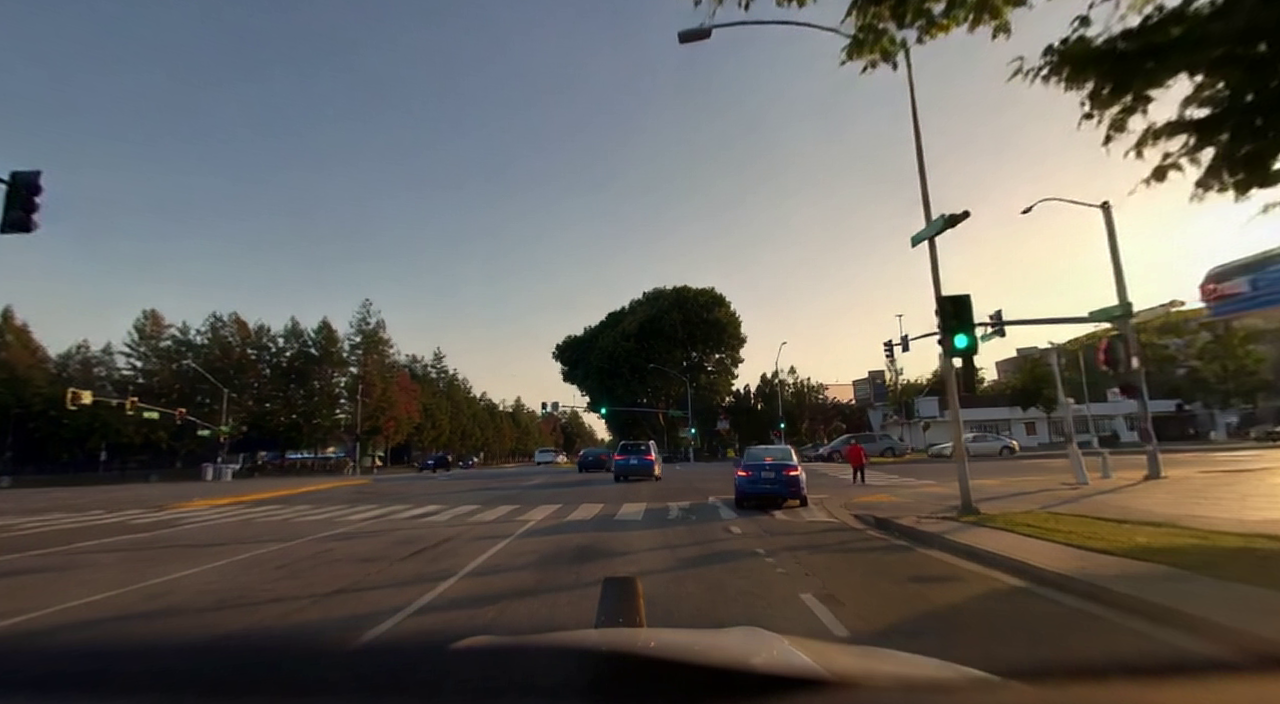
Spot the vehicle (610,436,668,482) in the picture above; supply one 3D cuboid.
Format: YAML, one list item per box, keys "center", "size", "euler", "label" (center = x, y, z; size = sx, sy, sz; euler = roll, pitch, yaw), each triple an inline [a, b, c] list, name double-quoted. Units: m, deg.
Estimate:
- center: [0.002, 4.439, 26.433]
  size: [2.210, 1.722, 4.215]
  euler: [0, -9, 1]
  label: "vehicle"

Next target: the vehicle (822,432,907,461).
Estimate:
- center: [13.746, 5.807, 38.908]
  size: [4.524, 1.681, 1.823]
  euler: [0, -9, -1]
  label: "vehicle"

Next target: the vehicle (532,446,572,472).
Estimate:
- center: [-6.042, 7.371, 43.917]
  size: [2.018, 1.692, 4.226]
  euler: [-1, -9, 2]
  label: "vehicle"

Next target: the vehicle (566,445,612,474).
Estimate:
- center: [-2.751, 5.905, 34.868]
  size: [2.003, 1.492, 4.291]
  euler: [-1, -9, 3]
  label: "vehicle"

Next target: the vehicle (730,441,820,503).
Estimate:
- center: [3.846, 3.229, 17.467]
  size: [1.976, 1.462, 4.342]
  euler: [-3, -9, 17]
  label: "vehicle"

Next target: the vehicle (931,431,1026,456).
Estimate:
- center: [20.625, 5.603, 38.630]
  size: [4.700, 1.417, 1.789]
  euler: [-1, -9, 2]
  label: "vehicle"
